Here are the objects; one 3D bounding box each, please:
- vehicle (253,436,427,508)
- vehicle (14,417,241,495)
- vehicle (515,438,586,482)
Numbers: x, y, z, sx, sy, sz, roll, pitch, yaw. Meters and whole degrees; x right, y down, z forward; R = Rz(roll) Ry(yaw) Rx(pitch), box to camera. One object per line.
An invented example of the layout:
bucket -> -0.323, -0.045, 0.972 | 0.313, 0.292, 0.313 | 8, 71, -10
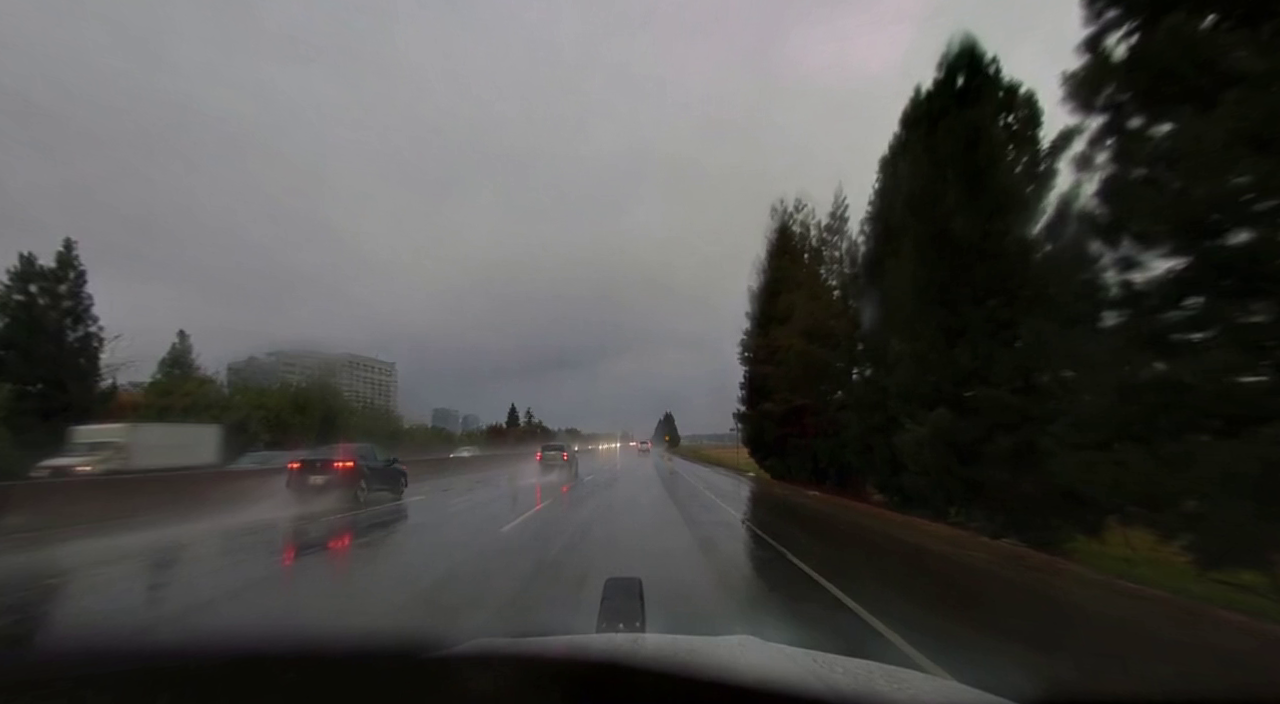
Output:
vehicle -> -7.181, 2.911, 15.779 | 2.034, 1.523, 4.627 | 0, -9, 1
vehicle -> -19.560, 4.041, 24.827 | 2.857, 2.607, 7.051 | 0, -9, 1
vehicle -> -3.506, 4.349, 25.594 | 2.083, 1.588, 4.801 | 0, -9, 1
